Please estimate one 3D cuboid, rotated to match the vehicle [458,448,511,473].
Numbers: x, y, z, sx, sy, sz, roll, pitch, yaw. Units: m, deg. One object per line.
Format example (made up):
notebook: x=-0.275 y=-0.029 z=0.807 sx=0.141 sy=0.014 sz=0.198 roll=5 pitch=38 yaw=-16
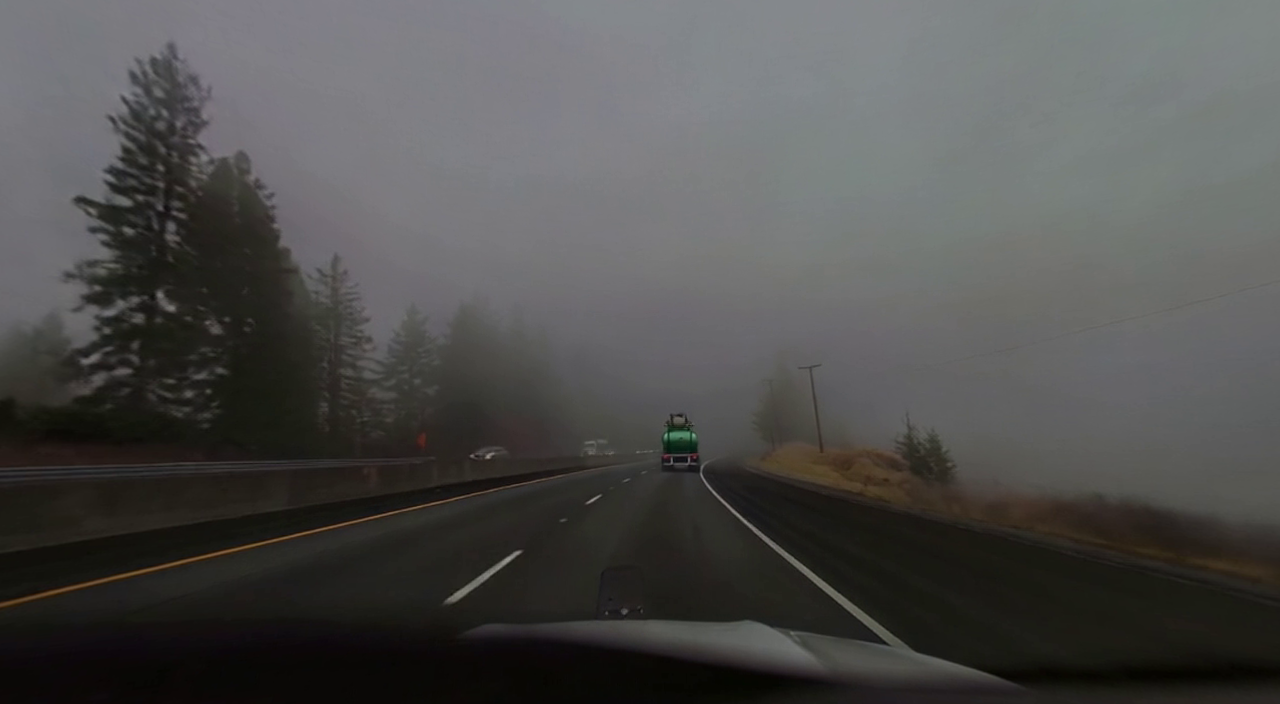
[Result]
vehicle: x=-11.038 y=7.731 z=45.203 sx=2.175 sy=1.685 sz=4.797 roll=-1 pitch=-9 yaw=5
